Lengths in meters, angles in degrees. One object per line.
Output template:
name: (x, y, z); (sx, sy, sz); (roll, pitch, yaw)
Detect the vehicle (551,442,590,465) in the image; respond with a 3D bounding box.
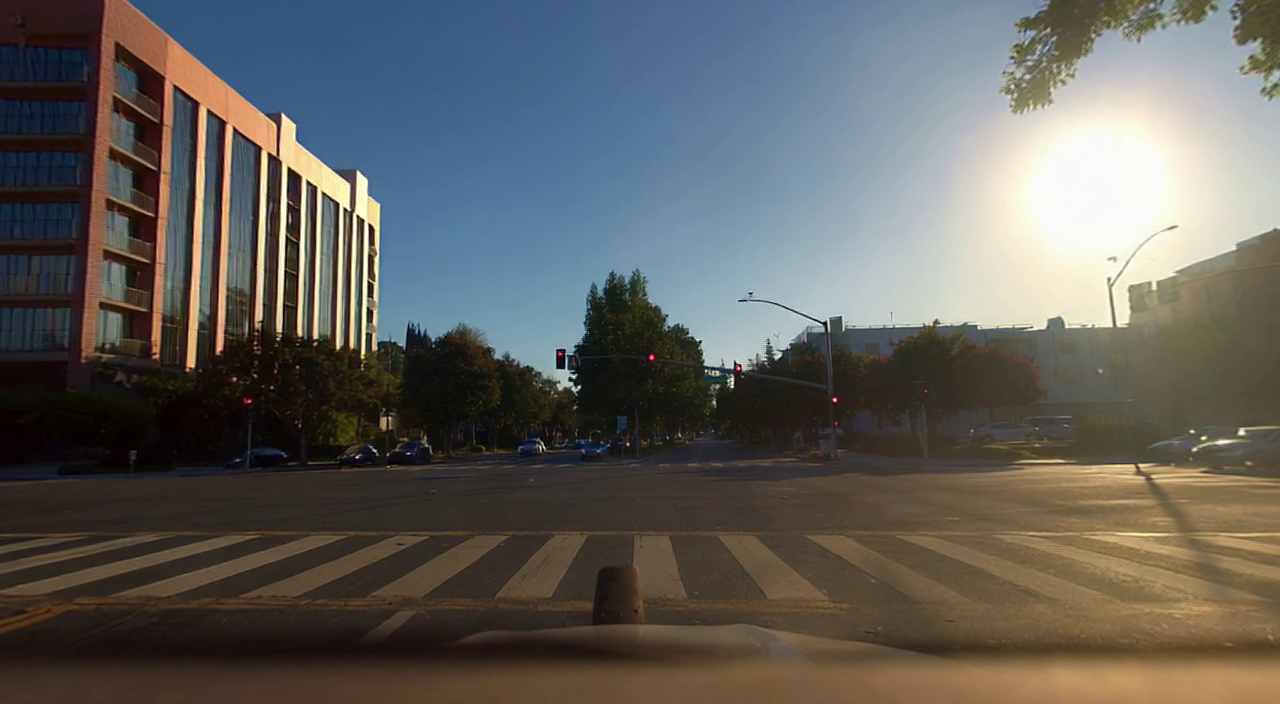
vehicle: (-4.545, 6.710, 41.676); (1.954, 1.431, 4.050); (0, -9, 2)

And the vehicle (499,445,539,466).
vehicle: (-8.113, 7.001, 42.606); (1.910, 1.321, 3.692); (0, -9, 1)

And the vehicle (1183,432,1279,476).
vehicle: (22.306, 3.587, 22.243); (4.474, 1.477, 1.908); (0, -9, -3)

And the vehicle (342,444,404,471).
vehicle: (-18.577, 7.343, 44.002); (2.237, 1.801, 4.541); (0, -9, 1)

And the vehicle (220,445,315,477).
vehicle: (-22.785, 6.660, 38.777); (2.032, 1.839, 4.884); (-2, -9, 14)

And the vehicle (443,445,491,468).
vehicle: (-11.649, 7.077, 42.694); (1.911, 1.476, 4.297); (-1, -9, 2)

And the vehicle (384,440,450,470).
vehicle: (-15.159, 7.031, 43.160); (2.340, 1.946, 5.450); (0, -9, 2)
